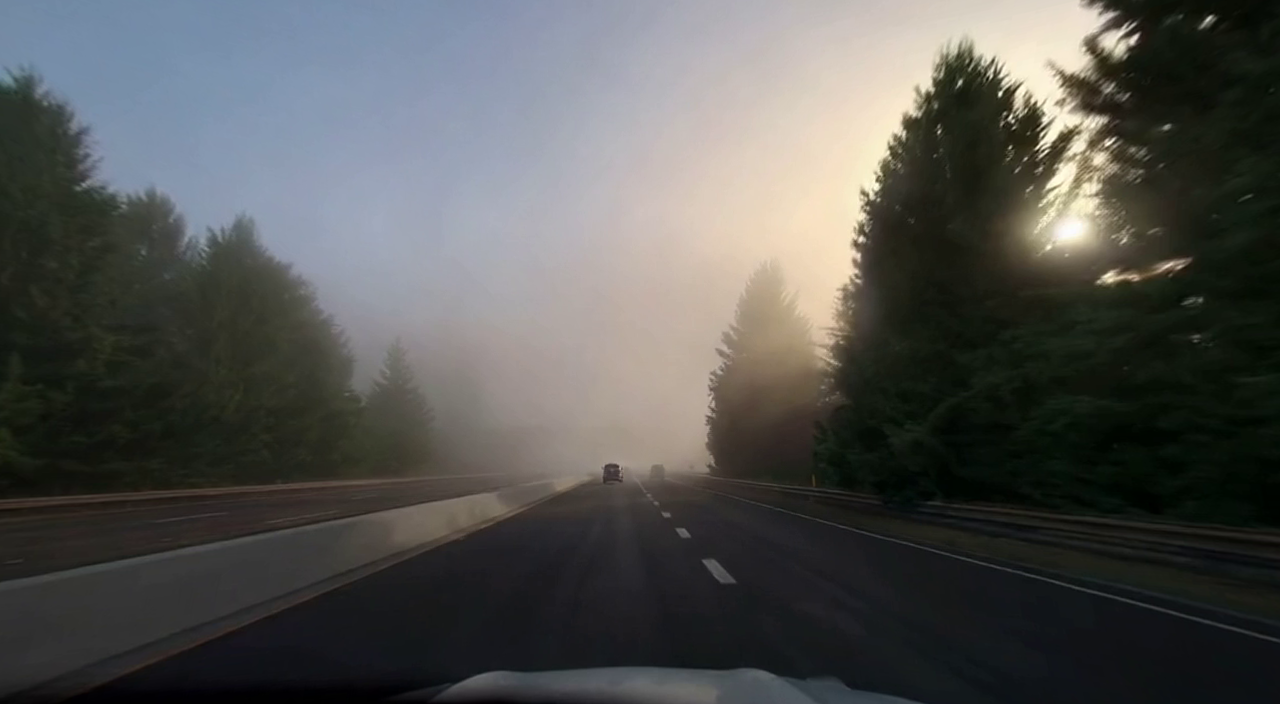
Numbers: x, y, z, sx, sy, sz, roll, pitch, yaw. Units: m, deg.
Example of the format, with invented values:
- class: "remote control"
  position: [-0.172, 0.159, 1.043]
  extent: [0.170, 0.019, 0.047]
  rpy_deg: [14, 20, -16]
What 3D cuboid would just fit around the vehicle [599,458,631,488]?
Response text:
- class: "vehicle"
  position: [-1.753, 8.676, 45.333]
  extent: [2.162, 1.973, 4.341]
  rpy_deg: [1, -11, -2]
